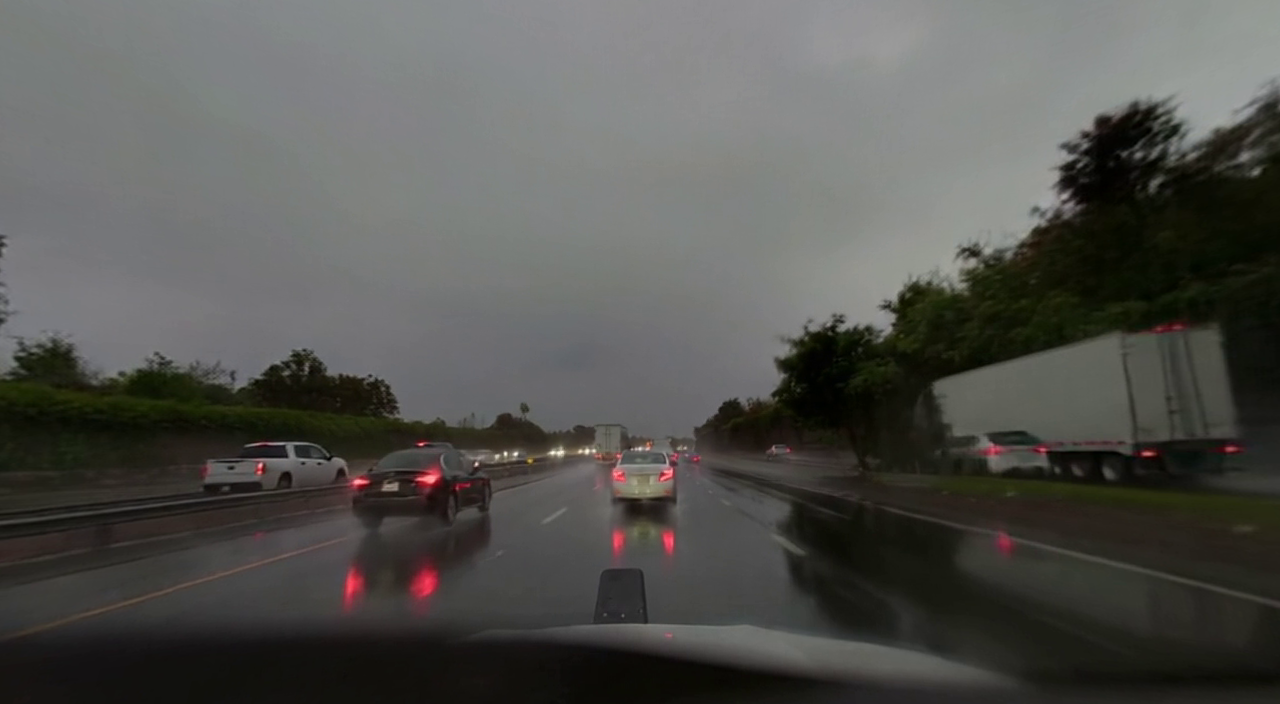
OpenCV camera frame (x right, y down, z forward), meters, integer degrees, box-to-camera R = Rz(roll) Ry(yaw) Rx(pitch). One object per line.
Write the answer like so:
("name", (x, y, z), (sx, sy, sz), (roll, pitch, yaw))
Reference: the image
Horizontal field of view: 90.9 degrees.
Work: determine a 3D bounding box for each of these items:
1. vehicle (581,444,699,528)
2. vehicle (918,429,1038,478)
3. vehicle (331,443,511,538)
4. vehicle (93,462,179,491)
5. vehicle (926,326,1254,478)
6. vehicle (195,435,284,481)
("vehicle", (0.011, 2.656, 13.009), (2.057, 1.449, 3.931), (0, -9, 0))
("vehicle", (11.330, 3.446, 21.488), (1.892, 1.504, 4.000), (0, -9, 0))
("vehicle", (-4.000, 2.593, 12.434), (1.929, 1.509, 4.331), (0, -9, 1))
("vehicle", (-27.150, 6.697, 34.079), (1.691, 1.381, 3.503), (0, -9, 1))
("vehicle", (14.963, 2.305, 23.369), (2.825, 4.085, 12.815), (0, -9, 1))
("vehicle", (-31.555, 8.393, 49.949), (2.761, 3.380, 5.944), (-1, -9, 4))
